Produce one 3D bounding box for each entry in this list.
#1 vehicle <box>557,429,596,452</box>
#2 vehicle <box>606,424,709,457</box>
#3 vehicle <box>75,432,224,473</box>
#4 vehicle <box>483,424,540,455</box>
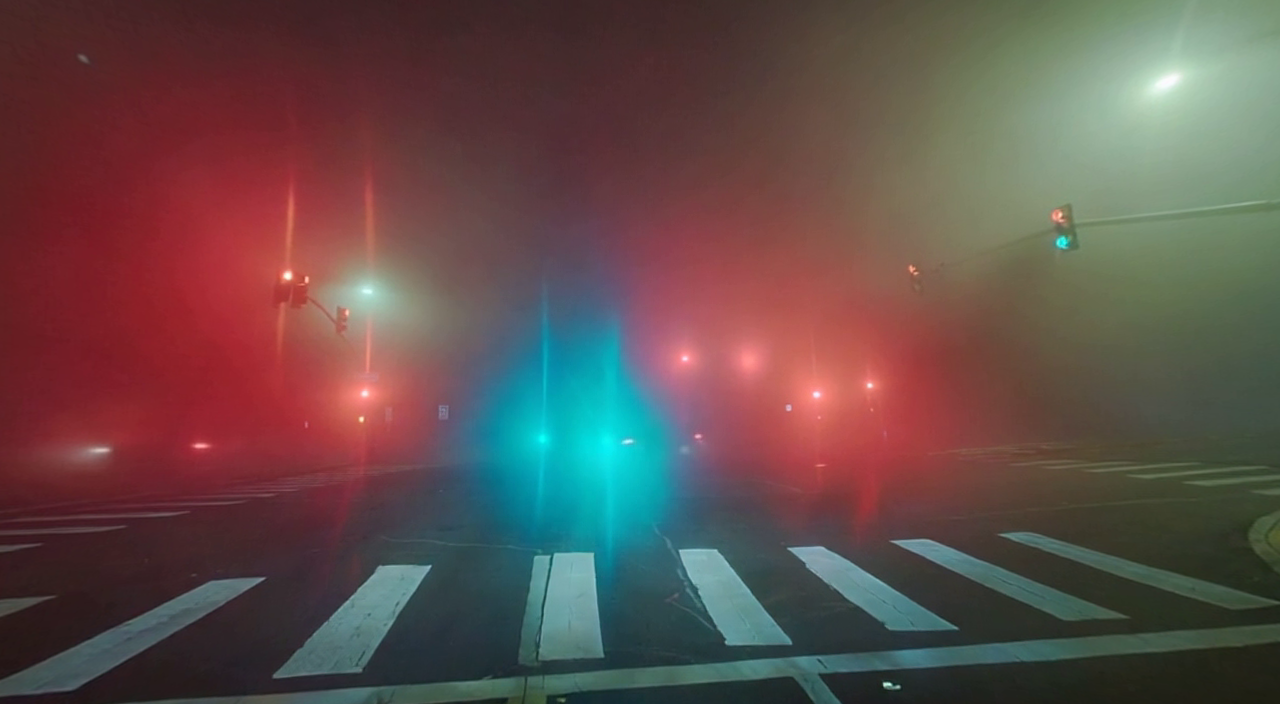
[{"bbox_3d":[-4.351,6.158,43.761,1.919,1.467,4.086,-1,-9,6],"label":"vehicle"},{"bbox_3d":[0.766,4.095,29.106,4.510,1.431,1.884,1,-9,-8],"label":"vehicle"},{"bbox_3d":[-20.223,4.154,26.196,4.407,1.569,1.859,2,-9,-11],"label":"vehicle"},{"bbox_3d":[-8.236,5.736,40.909,2.000,1.864,5.044,-1,-9,7],"label":"vehicle"}]
